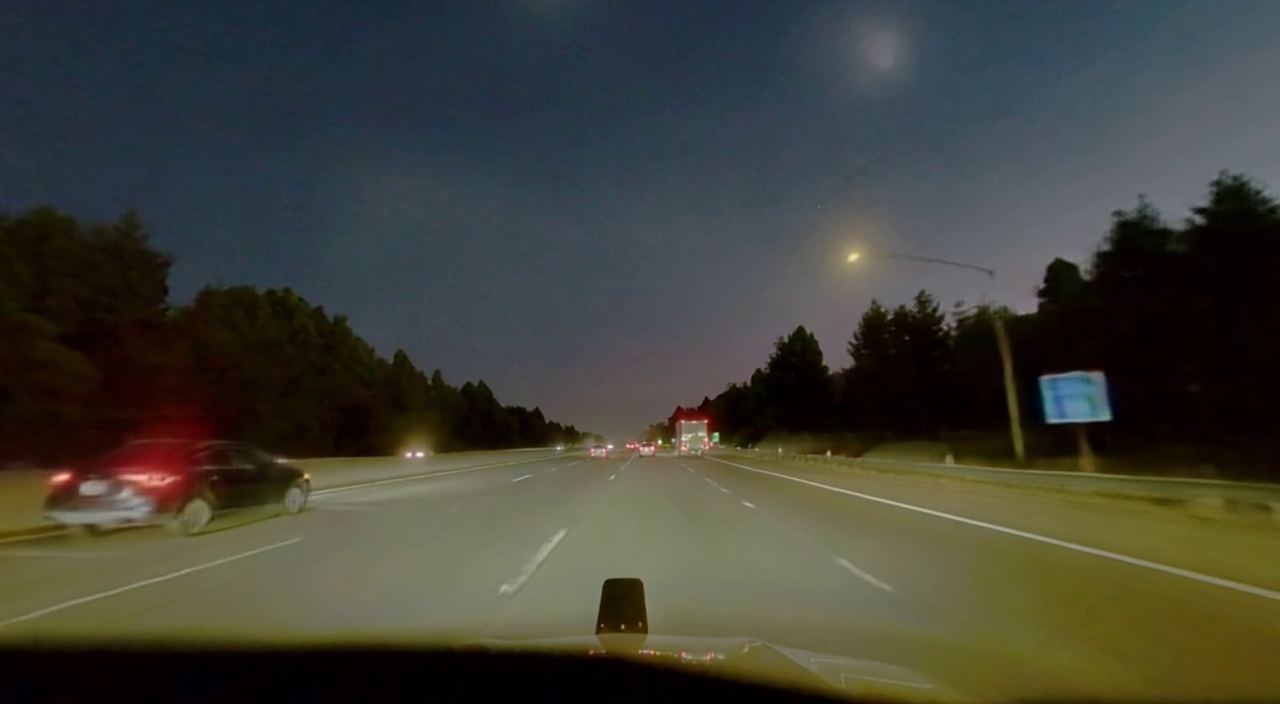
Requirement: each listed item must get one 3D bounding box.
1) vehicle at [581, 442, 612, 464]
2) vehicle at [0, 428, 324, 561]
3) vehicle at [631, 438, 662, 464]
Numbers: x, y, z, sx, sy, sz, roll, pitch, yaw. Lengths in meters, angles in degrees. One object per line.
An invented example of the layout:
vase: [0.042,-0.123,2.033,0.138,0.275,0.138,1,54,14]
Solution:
vehicle: [-3.240,7.561,47.380,2.025,1.571,3.662,0,-9,1]
vehicle: [-7.106,2.014,9.689,1.947,1.513,4.751,-1,-9,1]
vehicle: [0.480,7.394,47.186,2.212,1.807,4.372,0,-9,0]
